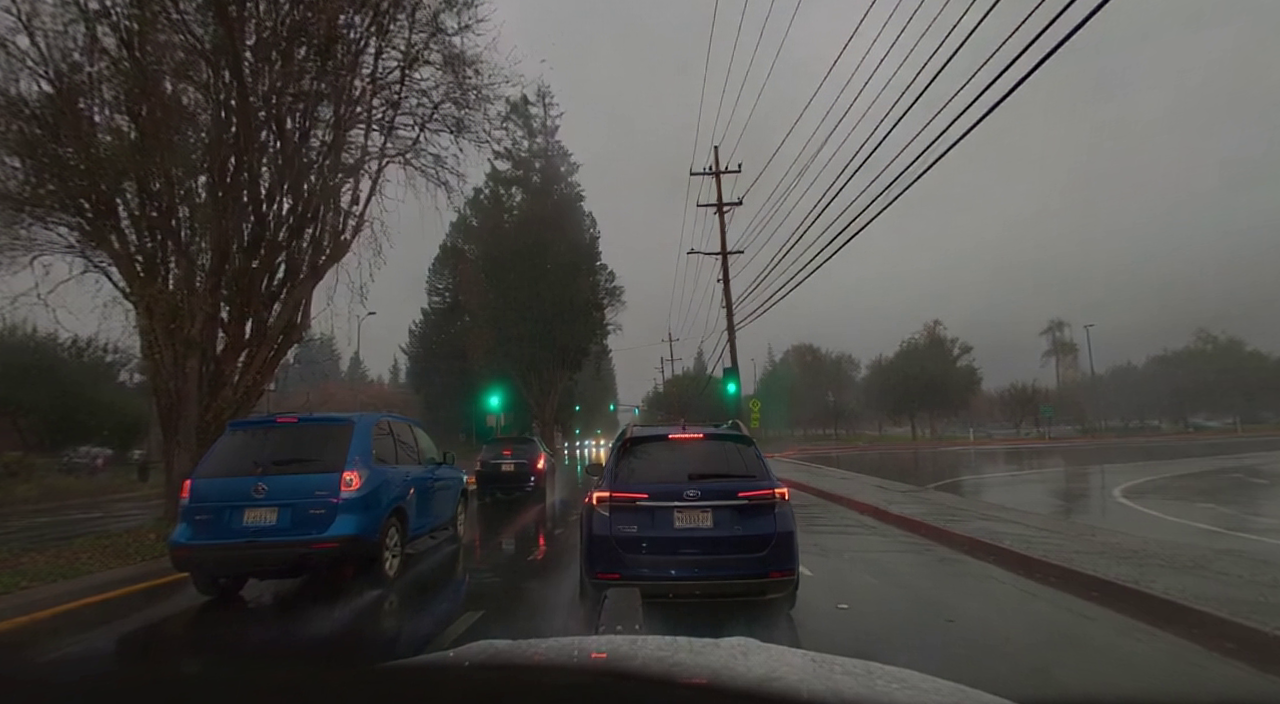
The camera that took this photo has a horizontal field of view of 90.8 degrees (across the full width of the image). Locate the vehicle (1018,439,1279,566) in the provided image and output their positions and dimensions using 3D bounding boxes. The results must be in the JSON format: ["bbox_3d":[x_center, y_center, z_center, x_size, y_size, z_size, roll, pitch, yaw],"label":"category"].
[{"bbox_3d":[8.383,2.154,9.926,1.993,1.508,4.521,0,-9,-1],"label":"vehicle"}]

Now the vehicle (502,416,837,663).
[{"bbox_3d":[0.116,1.447,5.956,2.056,1.487,4.003,0,-9,-2],"label":"vehicle"}]

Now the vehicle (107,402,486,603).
[{"bbox_3d":[-3.470,1.610,7.634,2.105,1.706,4.337,0,-9,0],"label":"vehicle"}]
